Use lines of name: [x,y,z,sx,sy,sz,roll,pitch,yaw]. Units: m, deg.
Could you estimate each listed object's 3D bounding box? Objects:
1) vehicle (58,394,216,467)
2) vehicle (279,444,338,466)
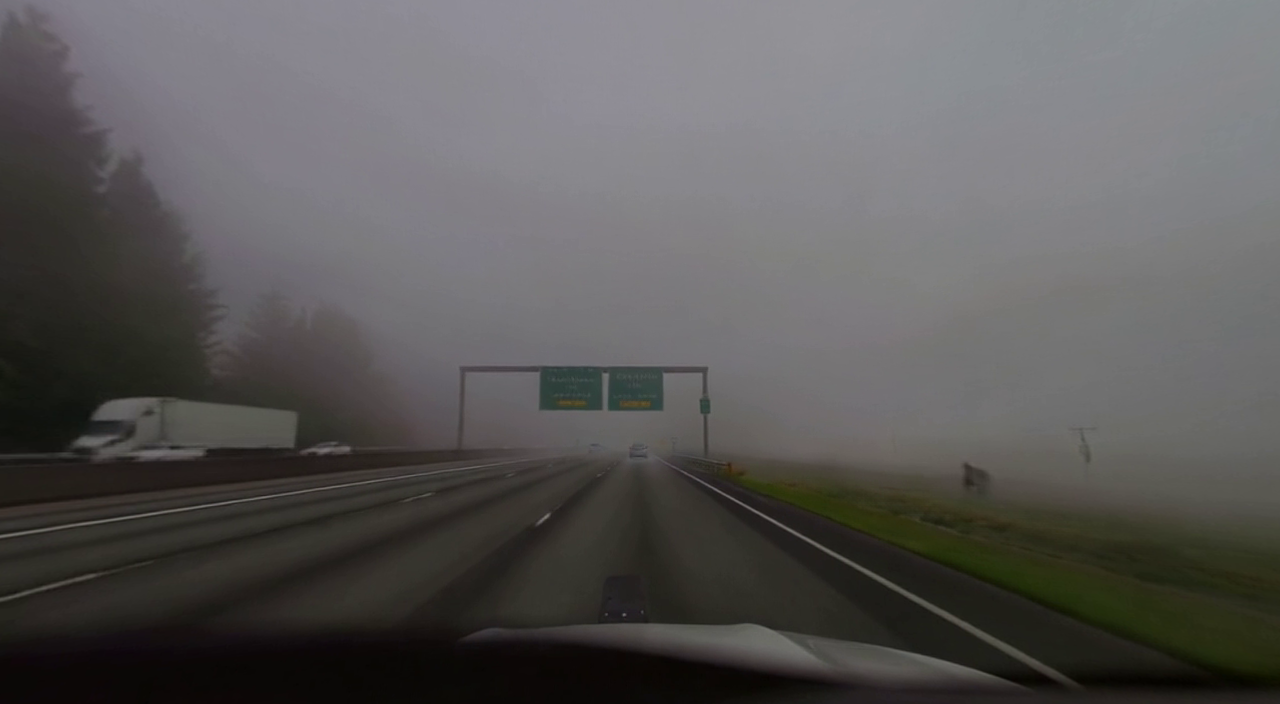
vehicle: [-28.262,4.595,35.971,3.003,3.733,6.945,0,-9,1]
vehicle: [-23.713,7.397,45.264,1.836,1.450,4.415,0,-9,-1]
